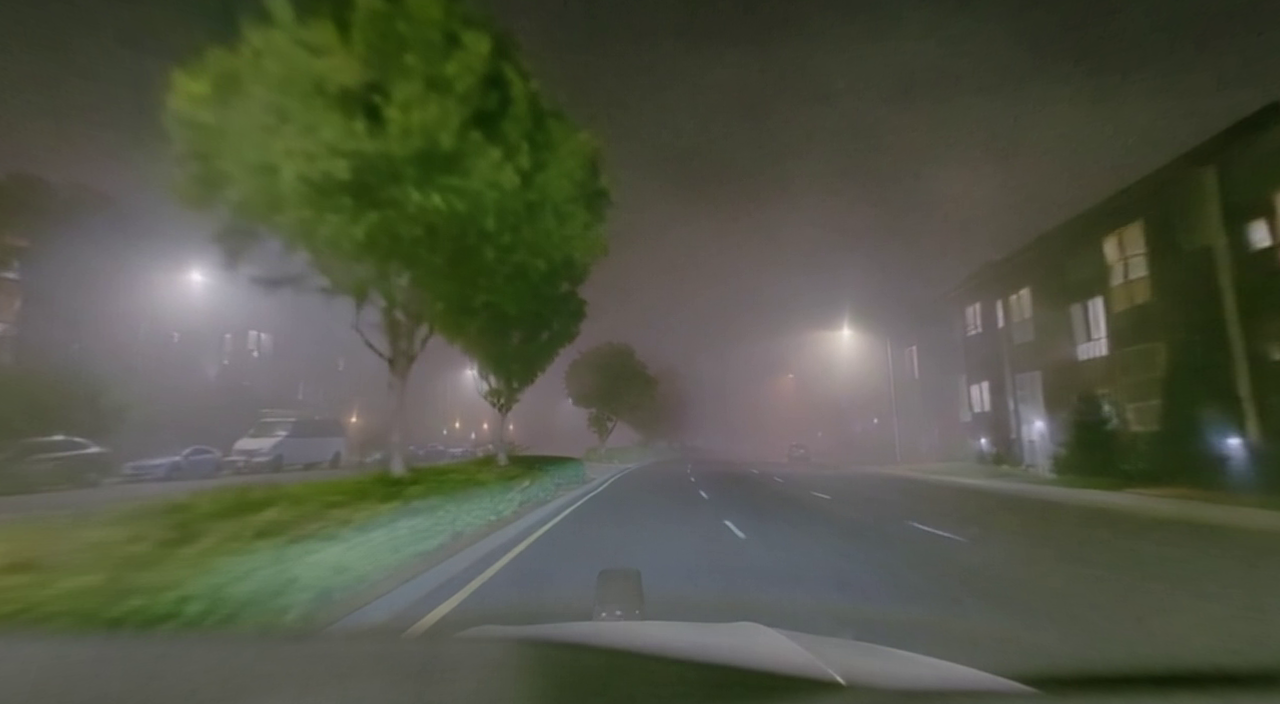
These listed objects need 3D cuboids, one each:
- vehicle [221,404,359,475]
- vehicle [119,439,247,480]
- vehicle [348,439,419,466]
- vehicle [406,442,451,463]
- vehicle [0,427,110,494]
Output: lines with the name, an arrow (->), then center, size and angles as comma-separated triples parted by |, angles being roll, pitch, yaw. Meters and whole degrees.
vehicle -> -17.853, 4.576, 32.886 | 2.766, 3.279, 6.821 | -1, -9, 5
vehicle -> -18.407, 4.375, 25.744 | 1.808, 1.531, 4.366 | 0, -9, 2
vehicle -> -17.179, 6.785, 42.727 | 2.076, 1.703, 5.595 | -1, -9, 5
vehicle -> -16.561, 7.911, 49.737 | 1.854, 1.490, 4.331 | -3, -9, 3
vehicle -> -18.775, 3.195, 18.690 | 2.001, 1.836, 4.746 | -1, -9, 0
